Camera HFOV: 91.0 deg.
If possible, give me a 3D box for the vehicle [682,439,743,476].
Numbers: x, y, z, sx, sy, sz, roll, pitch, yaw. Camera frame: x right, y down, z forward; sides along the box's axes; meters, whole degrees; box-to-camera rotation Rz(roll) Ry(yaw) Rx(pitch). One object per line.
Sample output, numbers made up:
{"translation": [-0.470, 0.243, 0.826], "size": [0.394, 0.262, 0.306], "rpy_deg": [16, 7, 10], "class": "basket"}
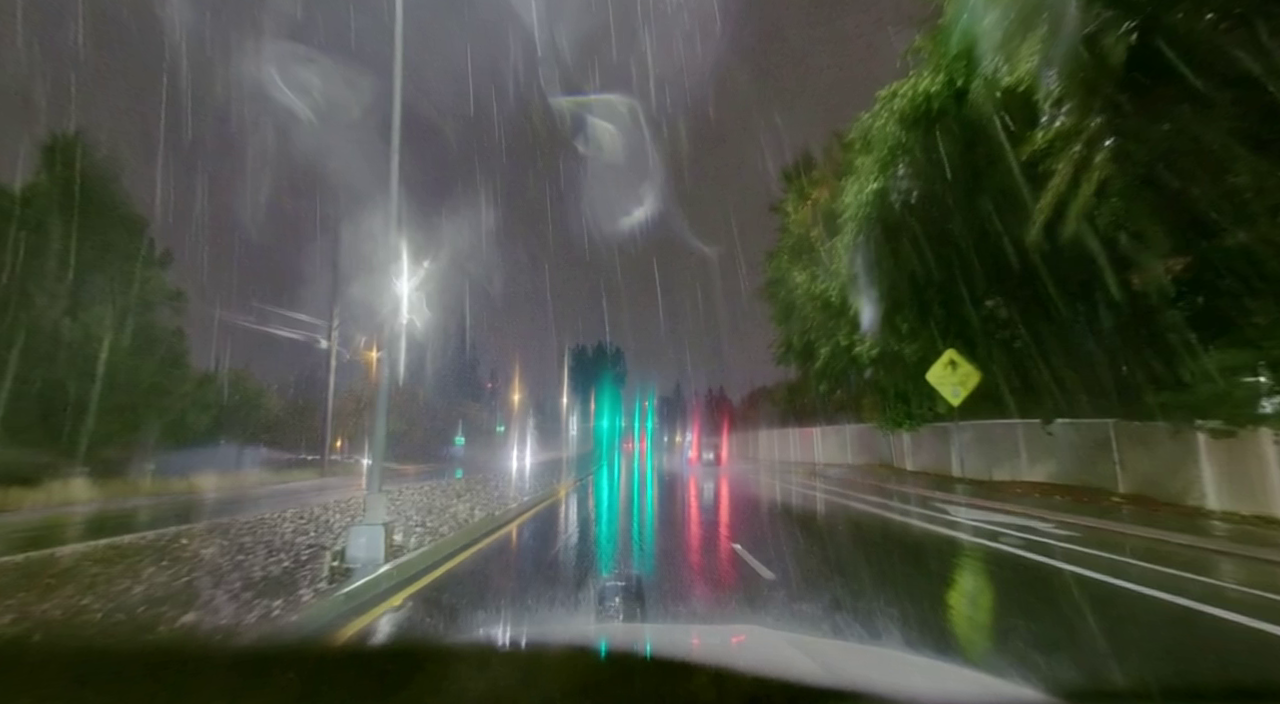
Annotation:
{"translation": [3.098, 4.626, 27.761], "size": [2.105, 1.490, 4.008], "rpy_deg": [0, -9, -2], "class": "vehicle"}
